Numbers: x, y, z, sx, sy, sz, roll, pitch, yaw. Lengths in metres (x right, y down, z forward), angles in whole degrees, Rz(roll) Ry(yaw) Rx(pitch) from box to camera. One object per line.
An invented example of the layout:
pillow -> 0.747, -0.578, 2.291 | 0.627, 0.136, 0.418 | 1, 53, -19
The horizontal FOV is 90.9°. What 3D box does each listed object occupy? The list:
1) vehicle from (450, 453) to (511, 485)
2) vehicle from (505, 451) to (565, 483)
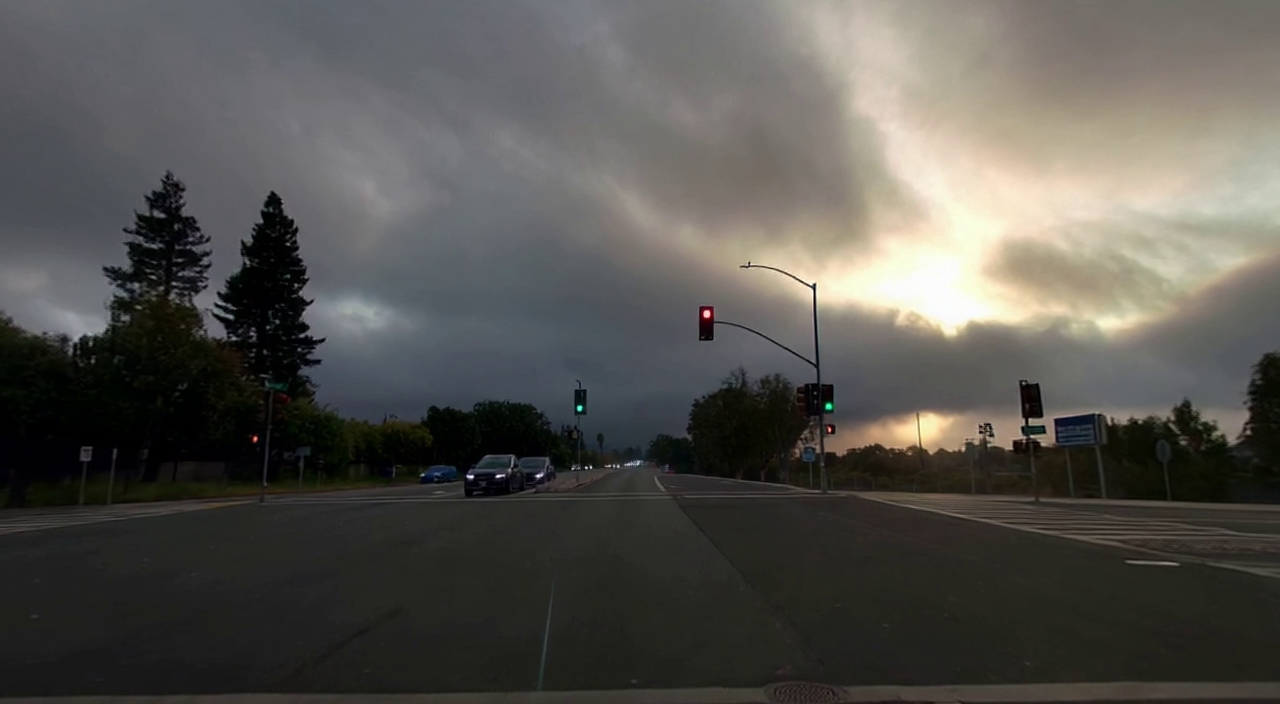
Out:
vehicle -> -8.041, 5.913, 32.178 | 1.960, 1.433, 4.213 | 0, -8, 1
vehicle -> -5.243, 5.804, 32.156 | 2.107, 1.456, 4.728 | 0, -8, 2
